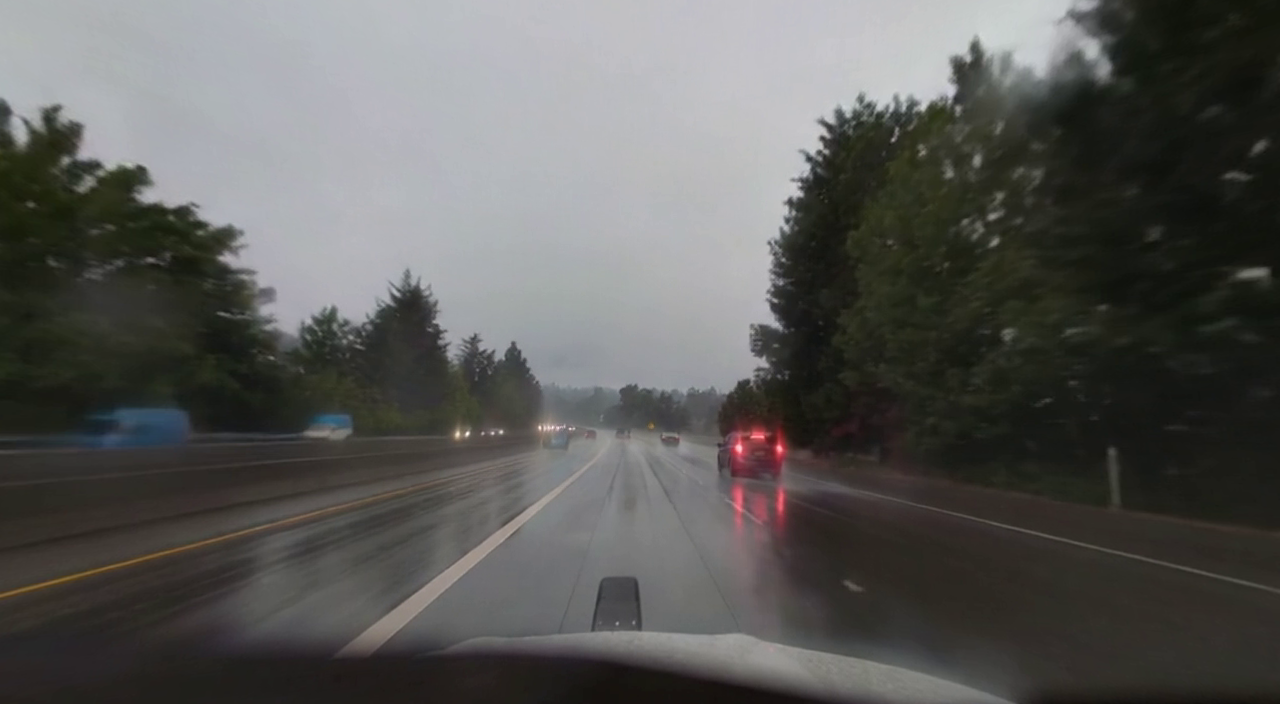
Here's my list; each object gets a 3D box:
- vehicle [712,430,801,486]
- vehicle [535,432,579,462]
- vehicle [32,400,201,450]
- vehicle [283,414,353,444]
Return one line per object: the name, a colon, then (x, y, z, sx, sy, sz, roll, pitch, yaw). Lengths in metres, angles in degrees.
vehicle: (3.446, 3.194, 19.390, 1.883, 1.536, 3.792, 0, -8, -2)
vehicle: (-4.507, 5.181, 34.724, 1.941, 1.529, 4.111, 0, -8, -1)
vehicle: (-18.135, 2.599, 22.211, 1.963, 1.581, 4.609, 0, -8, 0)
vehicle: (-21.808, 5.264, 42.951, 2.150, 1.879, 5.149, 0, -8, -2)
